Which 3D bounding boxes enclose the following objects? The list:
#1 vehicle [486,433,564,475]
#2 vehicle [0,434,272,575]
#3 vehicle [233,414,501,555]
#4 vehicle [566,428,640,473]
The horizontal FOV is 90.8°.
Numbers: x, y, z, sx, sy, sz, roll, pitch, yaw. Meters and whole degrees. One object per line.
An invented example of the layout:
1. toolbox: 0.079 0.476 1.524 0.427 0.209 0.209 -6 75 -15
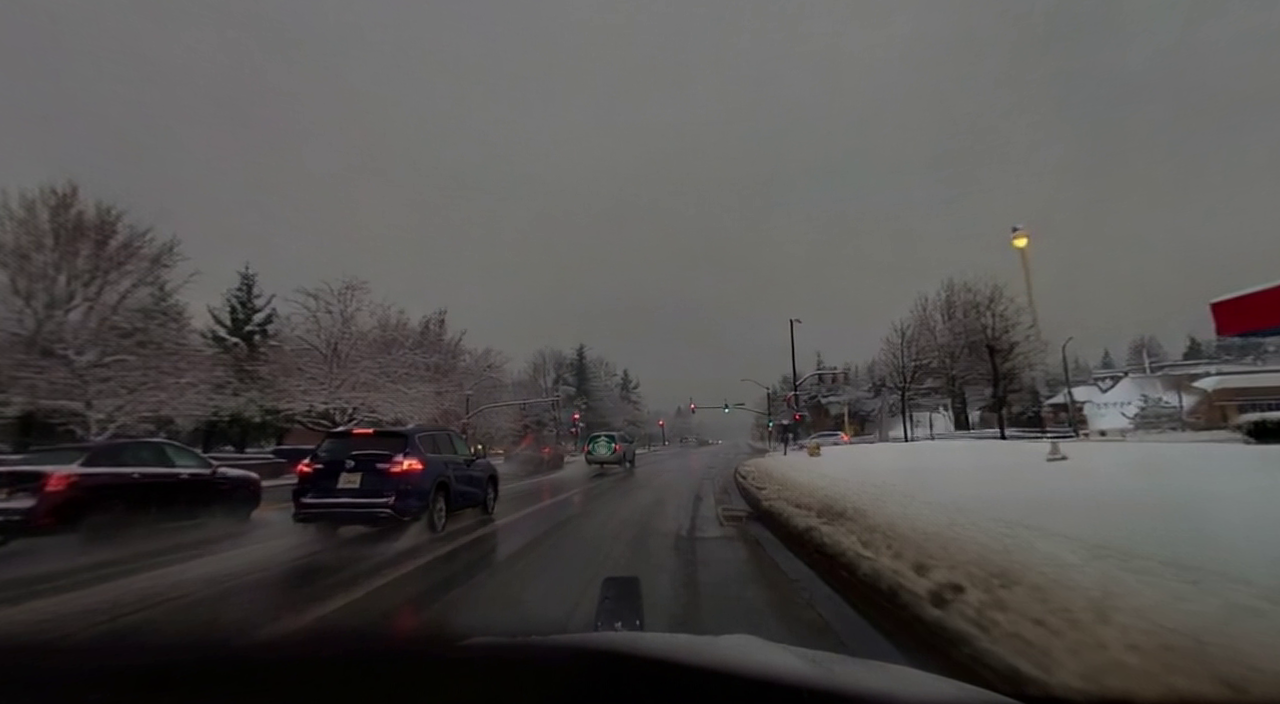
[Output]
1. vehicle: -5.296 4.785 29.870 2.160 1.779 4.549 -2 -8 10
2. vehicle: -7.622 2.023 9.197 1.974 1.558 3.949 -1 -8 3
3. vehicle: -3.747 1.889 9.679 2.002 1.664 4.113 -1 -8 4
4. vehicle: -1.535 4.392 28.255 2.167 1.832 4.679 -2 -9 11
